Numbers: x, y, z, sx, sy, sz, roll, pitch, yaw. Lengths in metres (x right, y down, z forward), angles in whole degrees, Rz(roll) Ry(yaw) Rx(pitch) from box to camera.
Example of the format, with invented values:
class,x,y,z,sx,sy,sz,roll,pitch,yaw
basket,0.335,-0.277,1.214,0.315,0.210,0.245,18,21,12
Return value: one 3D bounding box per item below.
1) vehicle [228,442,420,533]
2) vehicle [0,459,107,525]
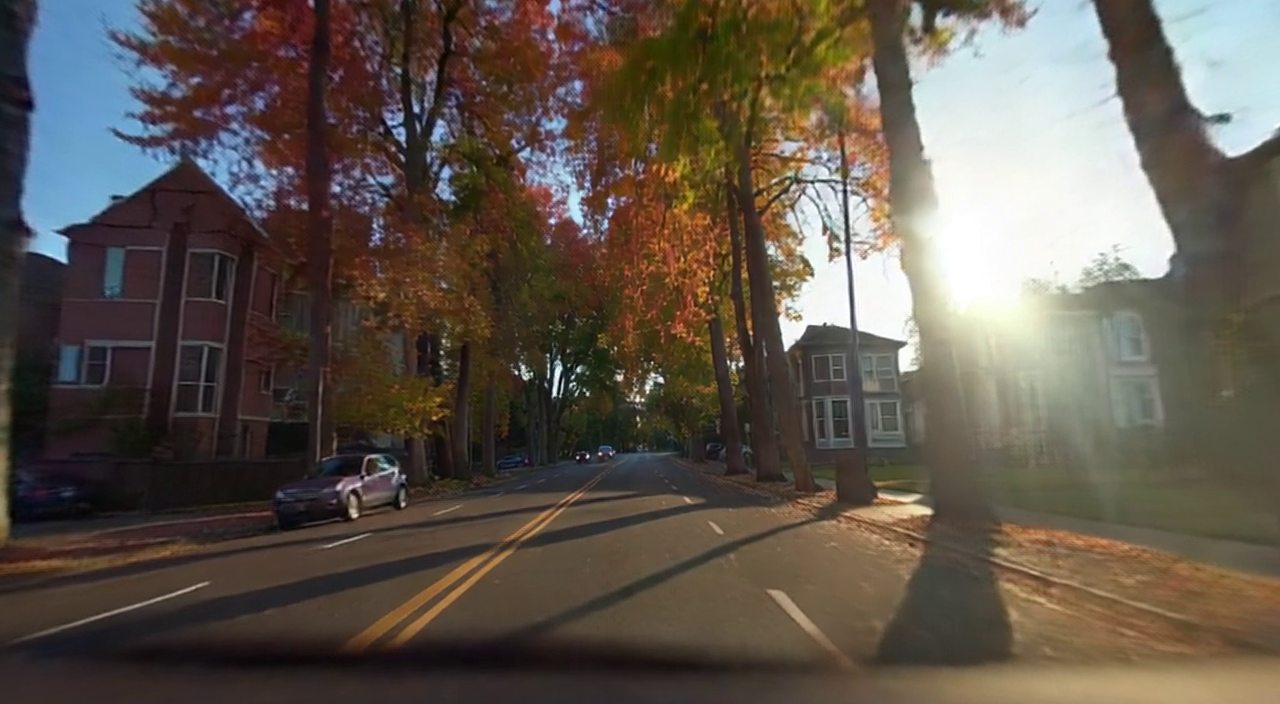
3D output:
class,x,y,z,sx,sy,sz,roll,pitch,yaw
vehicle,-7.355,3.167,15.567,2.129,1.730,5.544,-2,-9,-3
vehicle,-18.917,4.224,19.378,4.001,1.772,2.038,-4,-9,19
